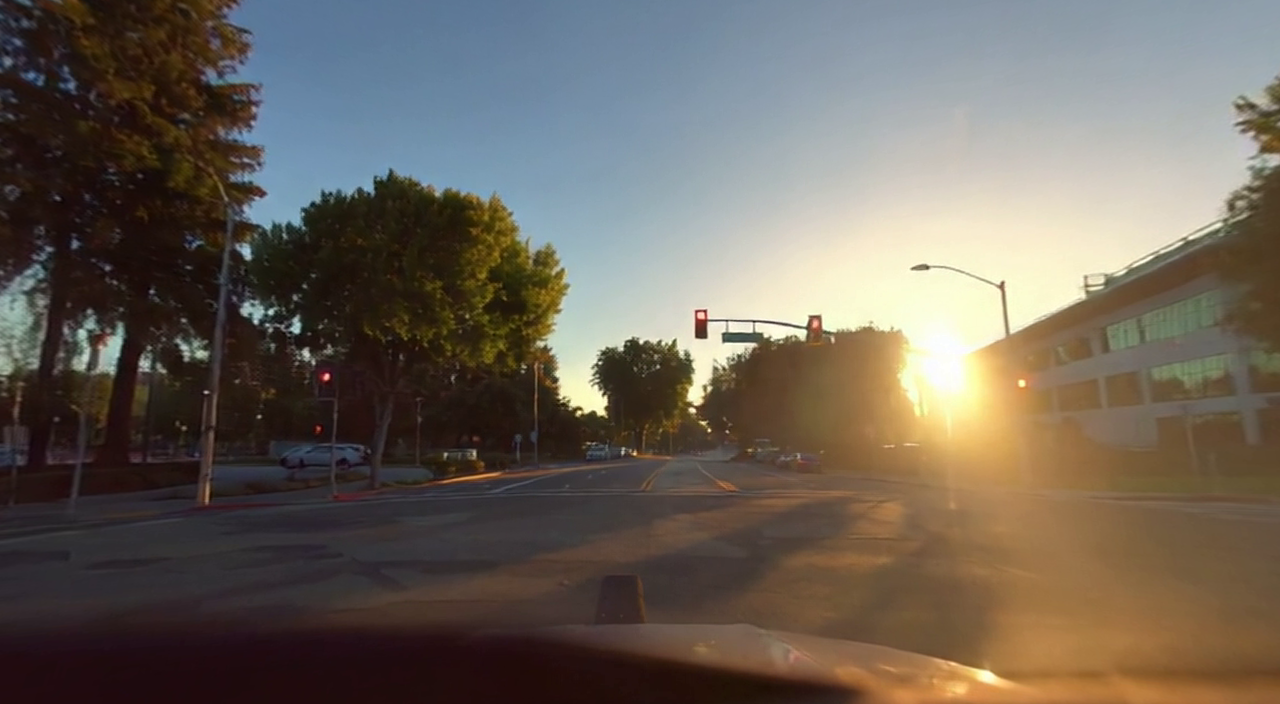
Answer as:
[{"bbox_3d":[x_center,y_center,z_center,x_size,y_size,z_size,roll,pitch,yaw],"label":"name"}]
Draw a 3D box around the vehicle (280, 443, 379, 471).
[{"bbox_3d":[-18.123,6.131,37.052,4.765,1.593,1.891,0,-9,-1],"label":"vehicle"}]
